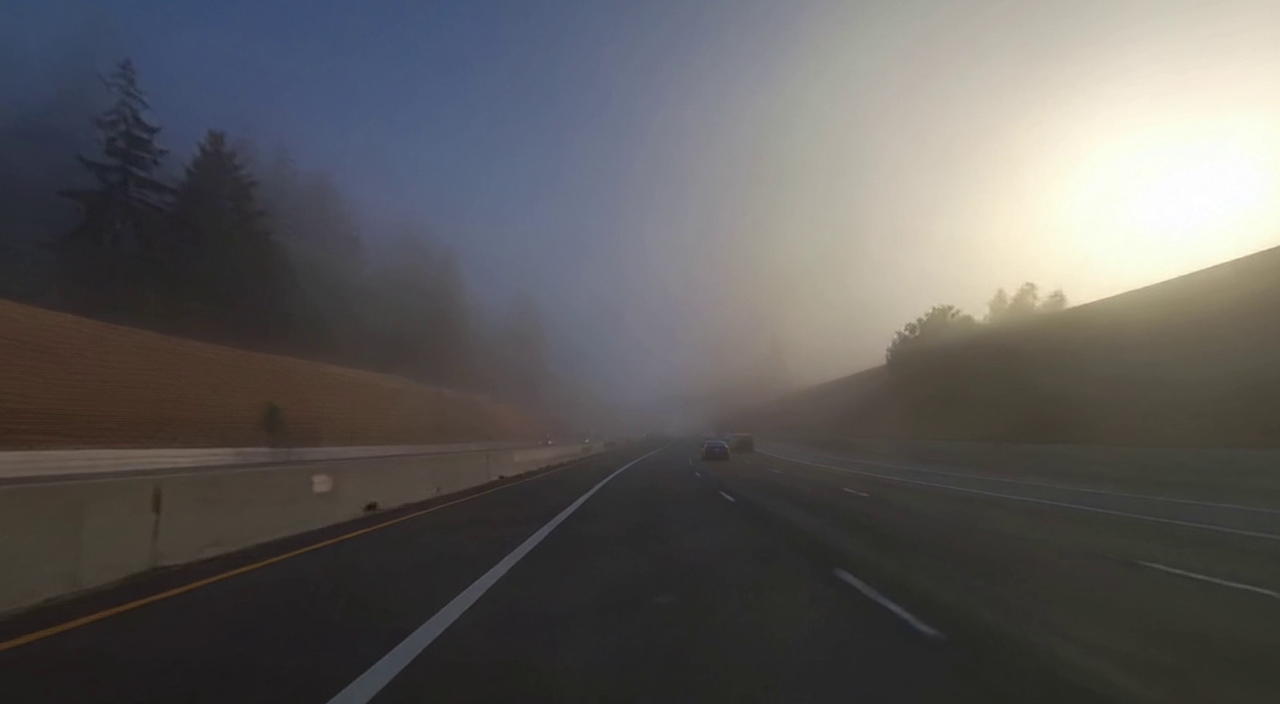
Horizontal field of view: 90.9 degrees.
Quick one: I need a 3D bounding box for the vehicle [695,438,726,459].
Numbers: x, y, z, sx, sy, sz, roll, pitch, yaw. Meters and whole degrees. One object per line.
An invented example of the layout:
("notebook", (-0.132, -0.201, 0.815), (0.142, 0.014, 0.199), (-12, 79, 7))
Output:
("vehicle", (5.082, 7.022, 46.073), (1.926, 1.477, 4.080), (0, -8, 2))
